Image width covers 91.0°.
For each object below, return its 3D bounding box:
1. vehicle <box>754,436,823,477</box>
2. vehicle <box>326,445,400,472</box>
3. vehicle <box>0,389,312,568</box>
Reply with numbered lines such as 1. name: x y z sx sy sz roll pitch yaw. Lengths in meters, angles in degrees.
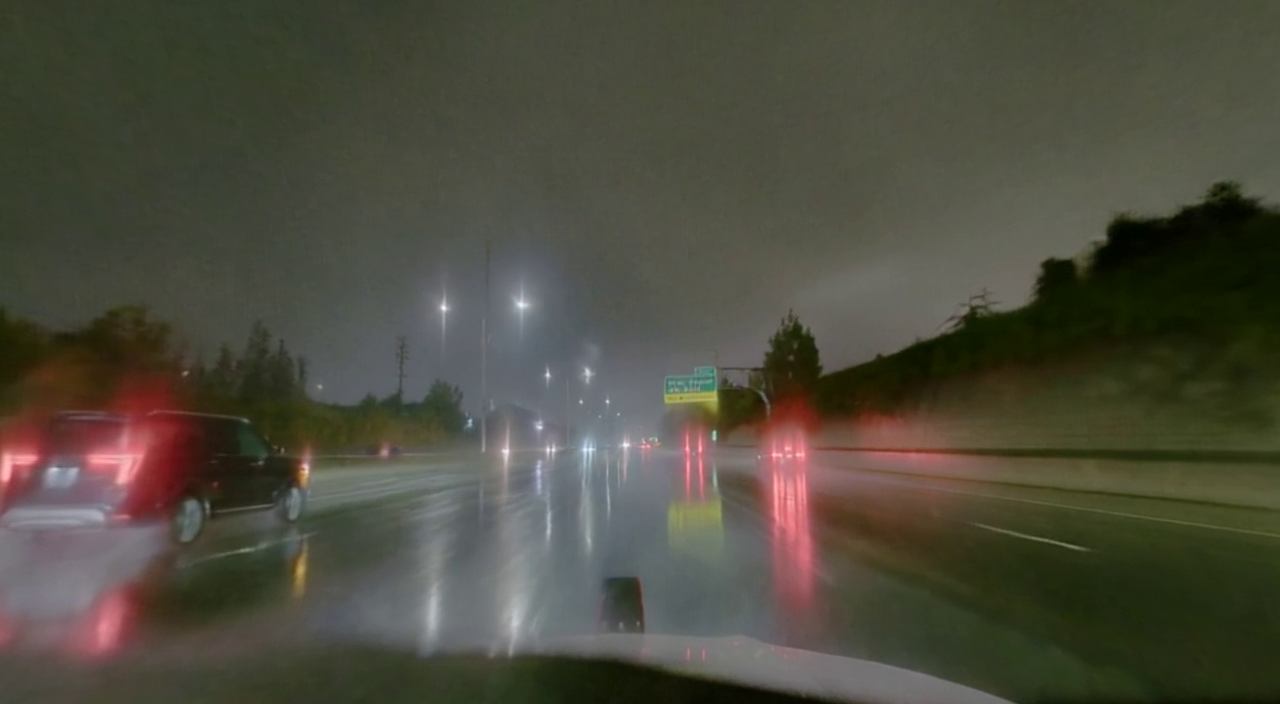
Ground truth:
1. vehicle: 7.000 4.995 30.253 2.167 1.781 4.340 0 -9 -1
2. vehicle: -18.731 7.231 42.972 2.294 1.719 5.798 0 -9 1
3. vehicle: -7.692 1.816 9.724 2.431 2.005 5.166 0 -9 0
